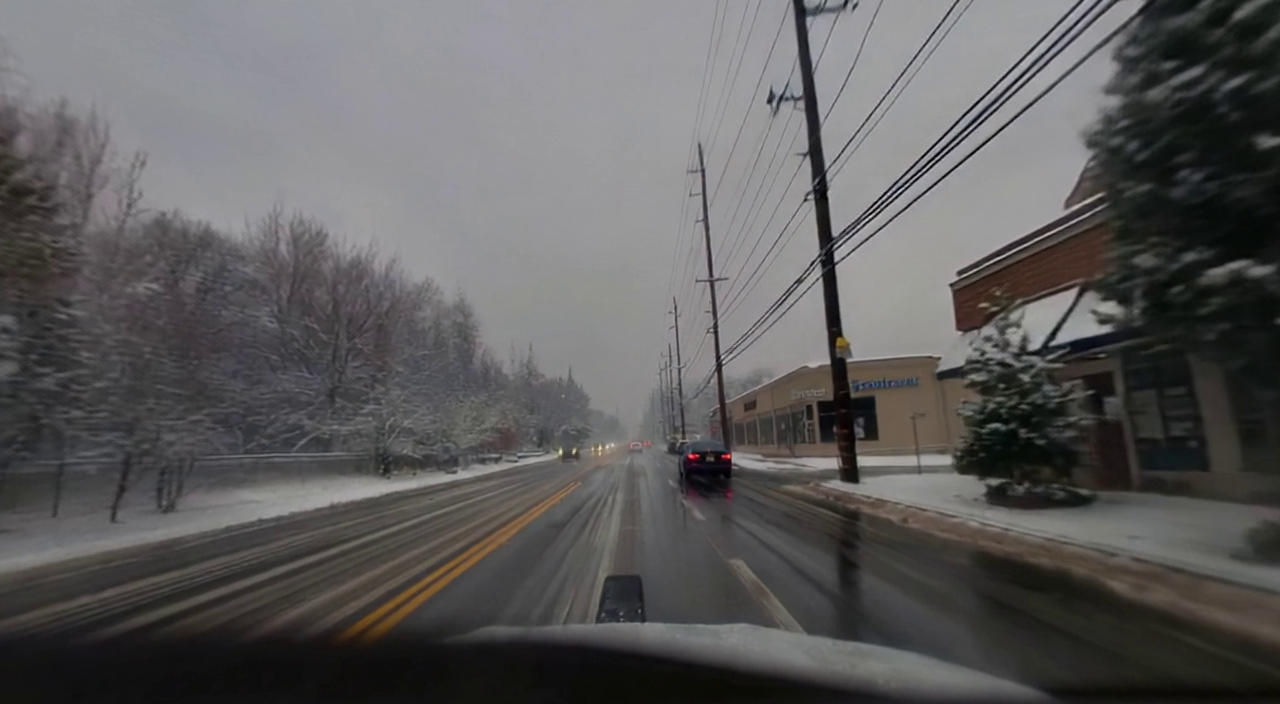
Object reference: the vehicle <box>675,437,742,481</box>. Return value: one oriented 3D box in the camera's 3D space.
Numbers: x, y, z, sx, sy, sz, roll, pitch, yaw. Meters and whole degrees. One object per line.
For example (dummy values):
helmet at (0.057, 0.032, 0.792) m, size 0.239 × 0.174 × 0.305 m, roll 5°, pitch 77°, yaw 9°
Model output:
vehicle at (2.444, 3.929, 23.427) m, size 1.975 × 1.497 × 3.647 m, roll 0°, pitch -8°, yaw -1°
